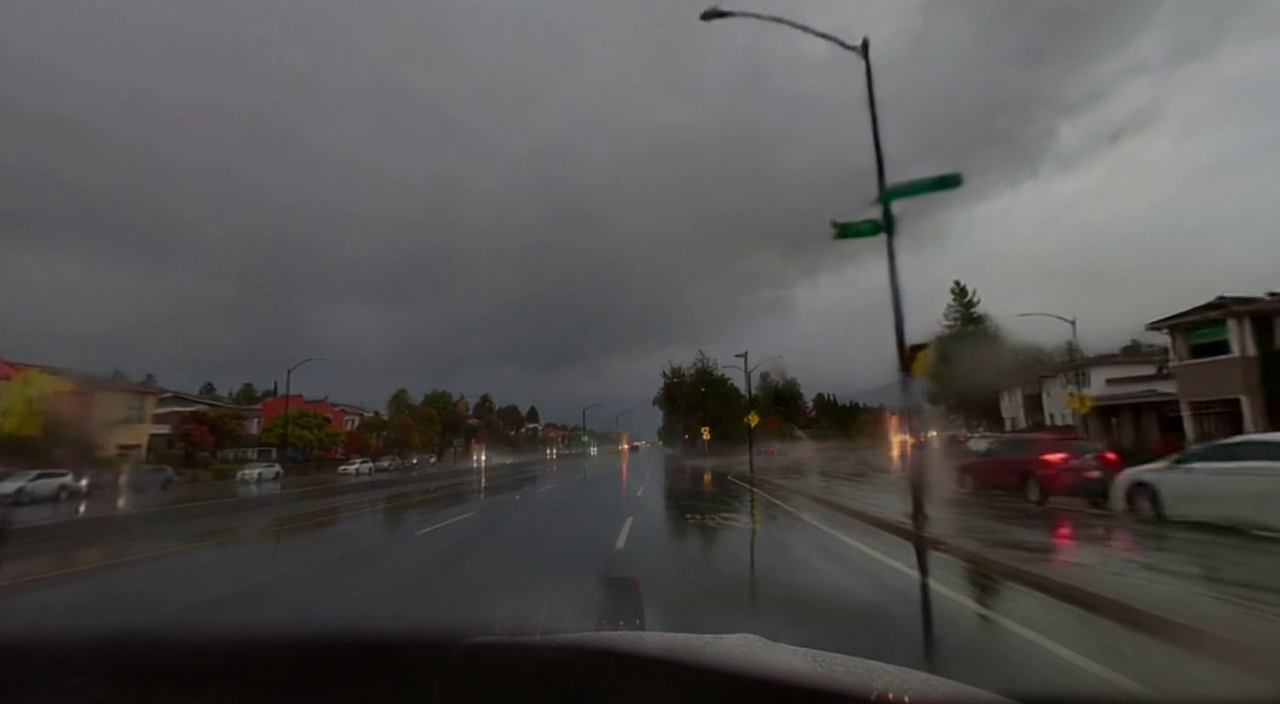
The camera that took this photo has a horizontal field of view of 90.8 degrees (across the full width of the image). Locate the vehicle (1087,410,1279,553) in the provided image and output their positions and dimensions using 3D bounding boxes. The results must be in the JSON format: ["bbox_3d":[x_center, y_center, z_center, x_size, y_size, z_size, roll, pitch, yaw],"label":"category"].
[{"bbox_3d":[8.954,1.753,8.698,1.923,1.741,4.683,-3,-13,-2],"label":"vehicle"}]

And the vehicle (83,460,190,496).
[{"bbox_3d":[-27.467,6.992,34.674,1.936,1.723,4.573,-4,-13,2],"label":"vehicle"}]

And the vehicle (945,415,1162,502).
[{"bbox_3d":[9.096,2.595,14.536,2.004,1.476,4.588,-5,-14,3],"label":"vehicle"}]
